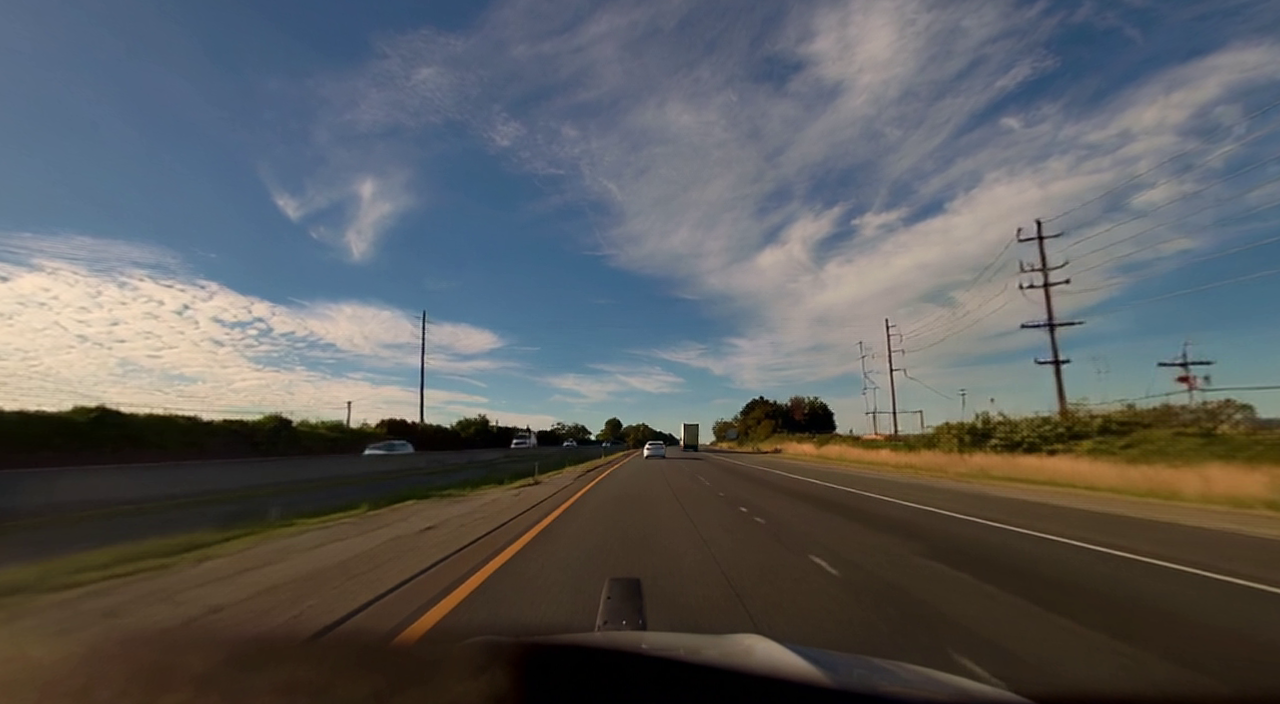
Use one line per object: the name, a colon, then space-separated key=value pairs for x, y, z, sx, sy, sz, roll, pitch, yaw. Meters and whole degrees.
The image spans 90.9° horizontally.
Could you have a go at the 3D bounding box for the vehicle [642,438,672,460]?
vehicle: x=1.303 y=7.331 z=47.844 sx=2.192 sy=1.556 sz=4.132 roll=-1 pitch=-8 yaw=2

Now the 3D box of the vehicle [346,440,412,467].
vehicle: x=-16.071 y=6.260 z=39.071 sx=1.979 sy=1.548 sz=4.640 roll=-1 pitch=-8 yaw=2
